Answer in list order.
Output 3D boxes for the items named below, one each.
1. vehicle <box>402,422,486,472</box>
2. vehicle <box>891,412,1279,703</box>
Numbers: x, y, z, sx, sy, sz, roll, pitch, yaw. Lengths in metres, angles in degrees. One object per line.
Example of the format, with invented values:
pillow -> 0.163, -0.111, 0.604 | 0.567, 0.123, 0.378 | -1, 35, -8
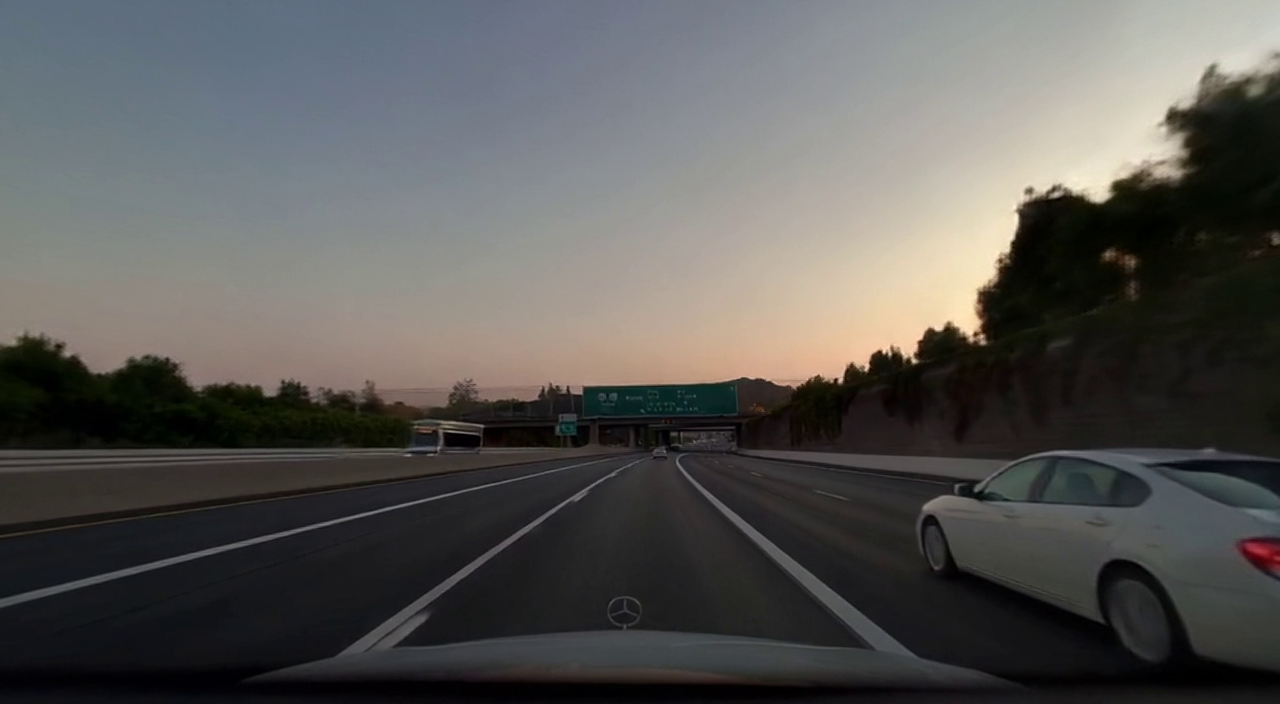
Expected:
vehicle -> -13.173, 6.576, 43.312 | 2.843, 2.970, 8.404 | -3, -9, 2
vehicle -> 3.734, 1.277, 4.492 | 1.999, 1.492, 4.673 | 0, -8, 0
